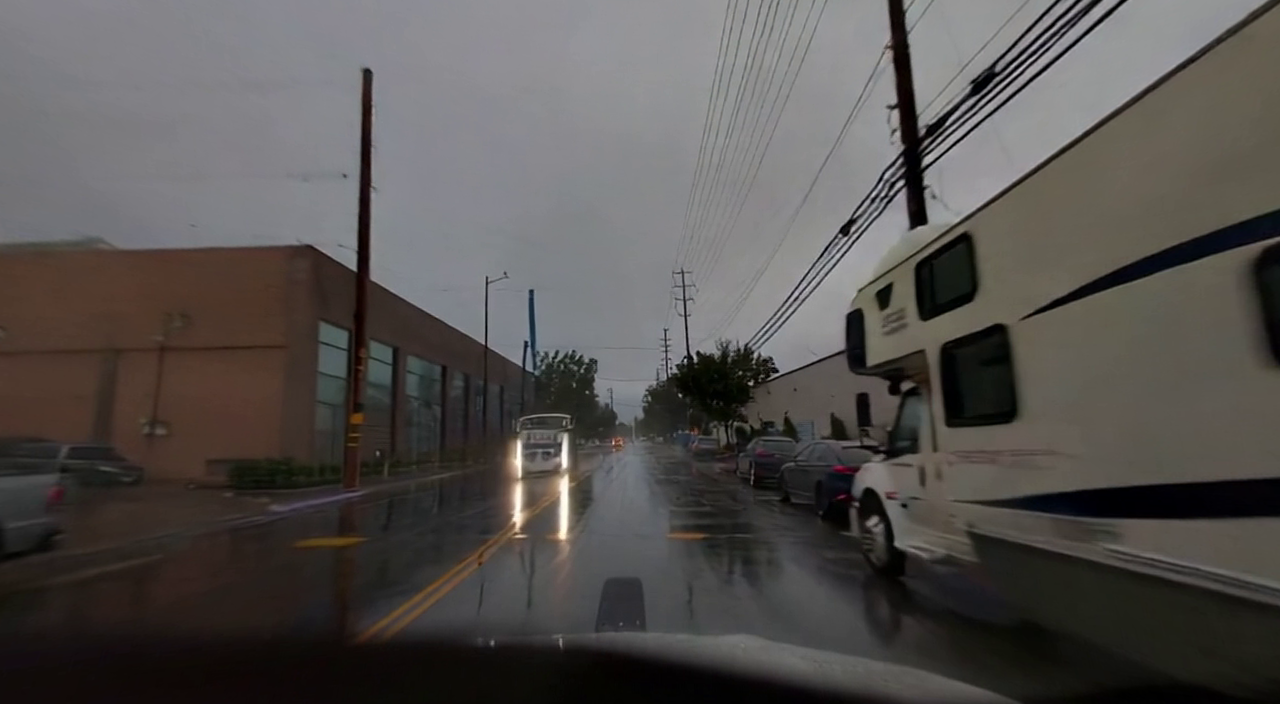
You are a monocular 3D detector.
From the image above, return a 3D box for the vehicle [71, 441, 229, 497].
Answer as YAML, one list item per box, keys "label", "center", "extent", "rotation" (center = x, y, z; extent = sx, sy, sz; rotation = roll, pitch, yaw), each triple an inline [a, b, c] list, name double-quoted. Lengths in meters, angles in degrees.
- label: "vehicle"
  center: [-14.954, 3.540, 19.595]
  extent: [1.895, 1.537, 3.790]
  rotation: [0, -8, -2]

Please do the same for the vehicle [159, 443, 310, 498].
- label: "vehicle"
  center: [-12.393, 3.603, 19.736]
  extent: [1.879, 1.502, 4.386]
  rotation: [0, -8, -1]

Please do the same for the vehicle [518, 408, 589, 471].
- label: "vehicle"
  center: [-3.728, 3.978, 28.703]
  extent: [2.280, 2.522, 6.402]
  rotation: [0, -8, 0]

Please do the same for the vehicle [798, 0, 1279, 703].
- label: "vehicle"
  center: [3.831, 0.068, 4.163]
  extent: [3.029, 3.860, 7.726]
  rotation: [-5, -10, -2]

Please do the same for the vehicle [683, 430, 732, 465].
- label: "vehicle"
  center: [3.765, 5.450, 36.129]
  extent: [2.112, 1.848, 4.913]
  rotation: [0, -8, -2]
